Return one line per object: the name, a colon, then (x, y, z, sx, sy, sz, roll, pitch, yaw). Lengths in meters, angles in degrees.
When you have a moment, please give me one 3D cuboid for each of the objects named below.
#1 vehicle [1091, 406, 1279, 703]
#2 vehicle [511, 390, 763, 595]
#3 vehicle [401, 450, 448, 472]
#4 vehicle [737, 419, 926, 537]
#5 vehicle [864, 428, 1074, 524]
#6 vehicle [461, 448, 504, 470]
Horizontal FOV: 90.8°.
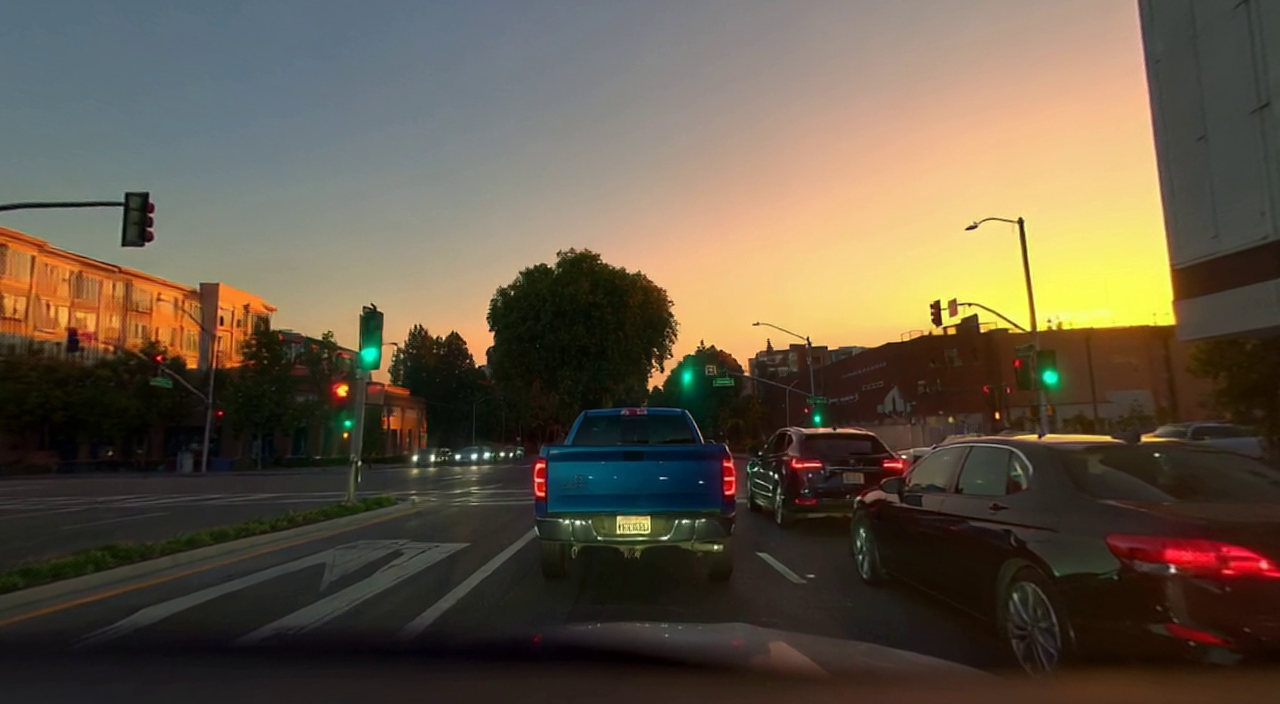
vehicle: (3.244, 0.720, 0.821, 2.057, 1.463, 4.365, 0, -8, 0)
vehicle: (-0.133, 1.637, 8.256, 2.344, 1.883, 4.572, 0, -8, -3)
vehicle: (-15.810, 7.959, 46.513, 1.915, 1.491, 4.347, 0, -8, 1)
vehicle: (3.234, 2.225, 11.787, 2.013, 1.742, 4.424, 0, -8, -1)
vehicle: (6.525, 2.492, 13.240, 2.002, 1.651, 4.305, 0, -8, -1)
vehicle: (-11.752, 7.986, 47.380, 1.989, 1.459, 4.667, 0, -8, 0)
